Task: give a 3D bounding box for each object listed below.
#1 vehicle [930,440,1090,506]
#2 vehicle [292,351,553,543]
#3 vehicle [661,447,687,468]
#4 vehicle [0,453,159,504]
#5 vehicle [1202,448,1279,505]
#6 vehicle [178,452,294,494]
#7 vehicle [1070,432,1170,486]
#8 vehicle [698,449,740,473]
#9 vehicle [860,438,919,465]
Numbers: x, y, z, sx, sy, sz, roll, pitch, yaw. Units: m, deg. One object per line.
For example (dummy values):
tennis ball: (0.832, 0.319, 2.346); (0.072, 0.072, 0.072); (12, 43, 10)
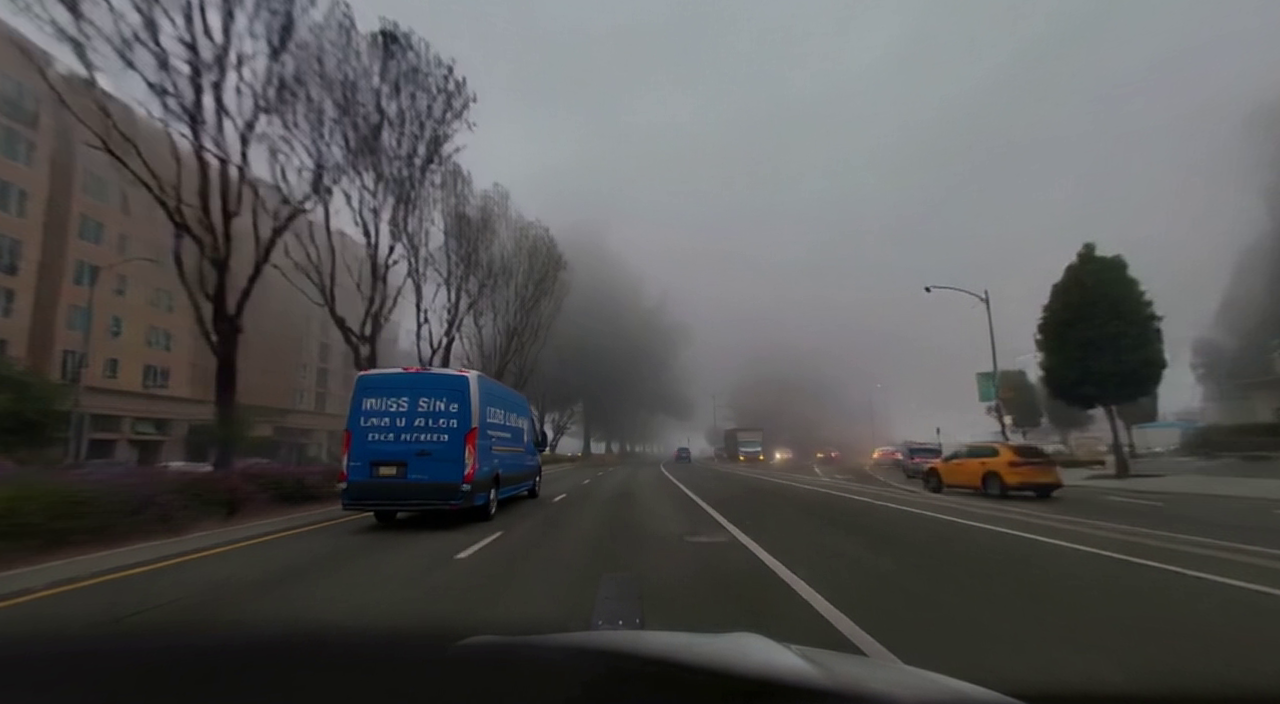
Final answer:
vehicle: (9.229, 3.019, 16.160); (1.850, 1.477, 3.520); (0, -9, -2)
vehicle: (-3.907, 2.018, 13.712); (2.763, 2.974, 7.562); (-1, -8, 2)
vehicle: (2.600, 8.090, 48.651); (1.878, 1.534, 4.120); (-1, -8, 2)
vehicle: (-19.835, 4.397, 22.421); (1.886, 1.553, 4.659); (0, -8, -1)
vehicle: (16.297, 3.225, 16.727); (1.519, 1.364, 3.372); (-6, -10, 33)
vehicle: (-16.266, 4.837, 25.764); (1.822, 1.479, 4.578); (0, -8, -3)
vehicle: (16.435, 3.624, 21.562); (4.218, 1.622, 1.930); (9, -12, -43)
vehicle: (5.032, 7.013, 41.003); (2.127, 1.439, 5.034); (0, -8, 1)
vehicle: (16.917, 6.734, 42.734); (4.333, 1.698, 1.959); (8, -11, -43)
